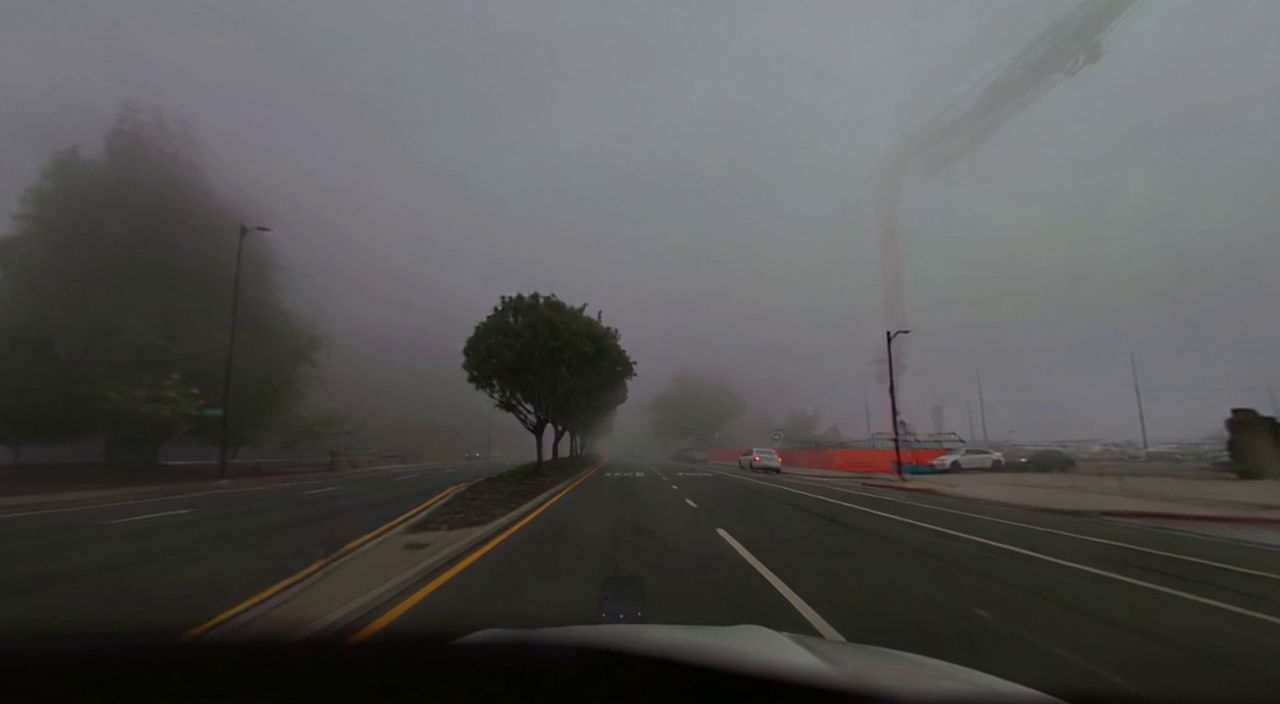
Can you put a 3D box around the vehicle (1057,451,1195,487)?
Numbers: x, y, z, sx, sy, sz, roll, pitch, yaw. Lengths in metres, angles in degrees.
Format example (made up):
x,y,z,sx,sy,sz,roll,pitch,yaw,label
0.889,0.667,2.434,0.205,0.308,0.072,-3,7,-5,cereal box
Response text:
x,y,z,sx,sy,sz,roll,pitch,yaw,label
20.859,5.012,27.186,4.698,1.386,1.822,0,-10,-8,vehicle

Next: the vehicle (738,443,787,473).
x,y,z,sx,sy,sz,roll,pitch,yaw,label
7.572,6.577,39.469,2.080,1.706,4.392,0,-9,-1,vehicle

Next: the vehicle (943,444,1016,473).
x,y,z,sx,sy,sz,roll,pitch,yaw,label
20.504,6.429,38.370,1.965,1.690,4.077,0,-9,-2,vehicle
